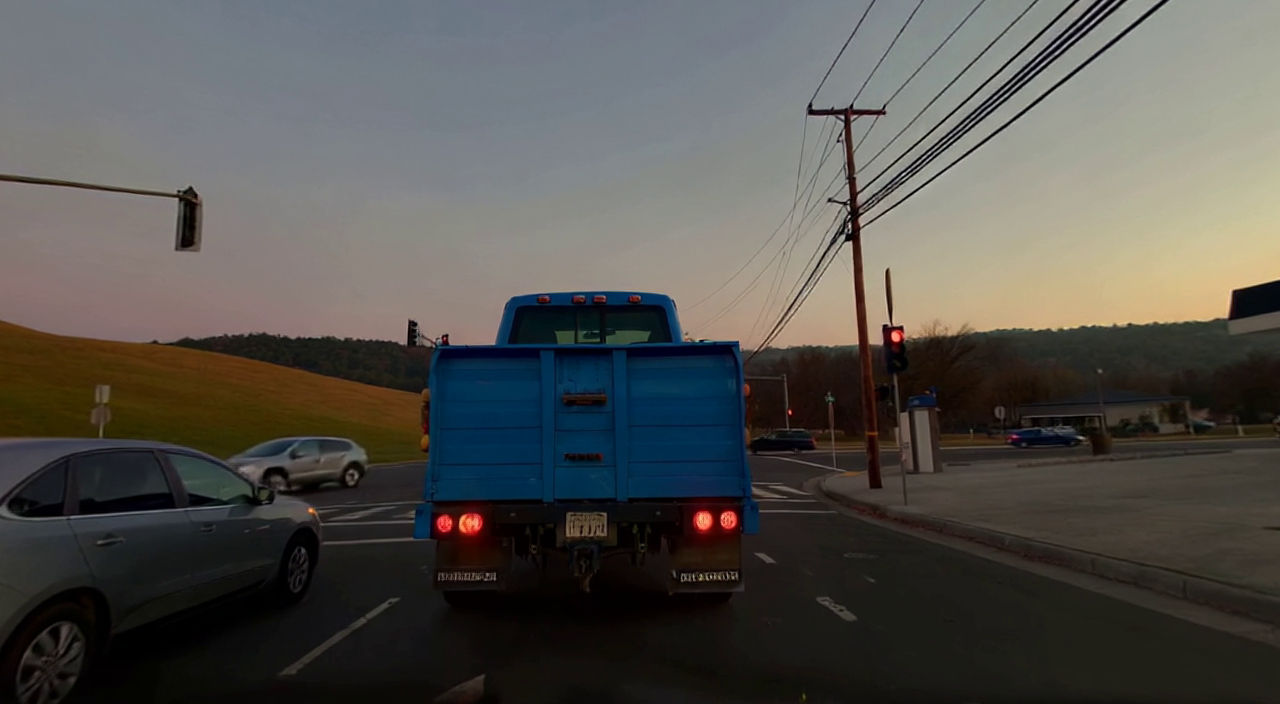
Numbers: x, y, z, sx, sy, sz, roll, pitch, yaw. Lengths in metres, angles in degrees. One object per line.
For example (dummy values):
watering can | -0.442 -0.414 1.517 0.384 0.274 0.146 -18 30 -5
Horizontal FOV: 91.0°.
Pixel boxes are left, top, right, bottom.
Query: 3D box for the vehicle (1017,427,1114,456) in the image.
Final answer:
vehicle | 25.574 5.397 37.930 4.419 1.496 1.854 -2 -9 1

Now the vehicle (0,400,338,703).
vehicle | -3.958 1.193 3.989 2.017 1.555 4.150 -1 -9 0

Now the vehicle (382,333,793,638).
vehicle | -0.420 1.327 7.216 2.859 2.144 5.406 0 -9 -1
